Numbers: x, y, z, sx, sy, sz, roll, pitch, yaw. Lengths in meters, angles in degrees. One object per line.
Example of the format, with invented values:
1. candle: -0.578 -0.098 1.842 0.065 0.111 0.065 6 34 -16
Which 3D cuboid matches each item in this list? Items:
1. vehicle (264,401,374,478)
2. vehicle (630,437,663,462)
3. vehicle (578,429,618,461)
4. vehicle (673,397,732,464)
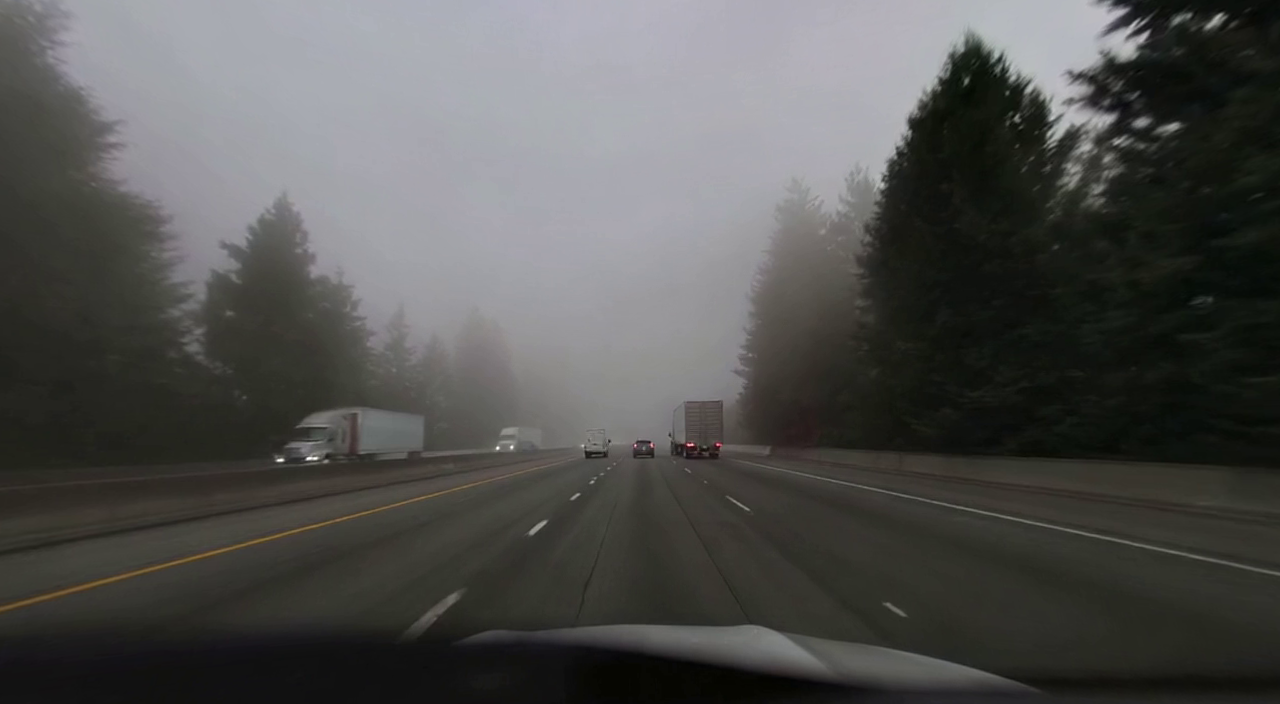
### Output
1. vehicle: -18.493 5.083 36.776 3.006 4.066 6.254 0 -8 0
2. vehicle: 0.395 6.659 43.169 2.139 1.607 4.034 0 -8 -1
3. vehicle: -2.808 6.382 43.221 2.247 2.039 5.008 -1 -8 3
4. vehicle: 4.339 5.936 46.902 3.005 4.131 14.221 1 -8 0
